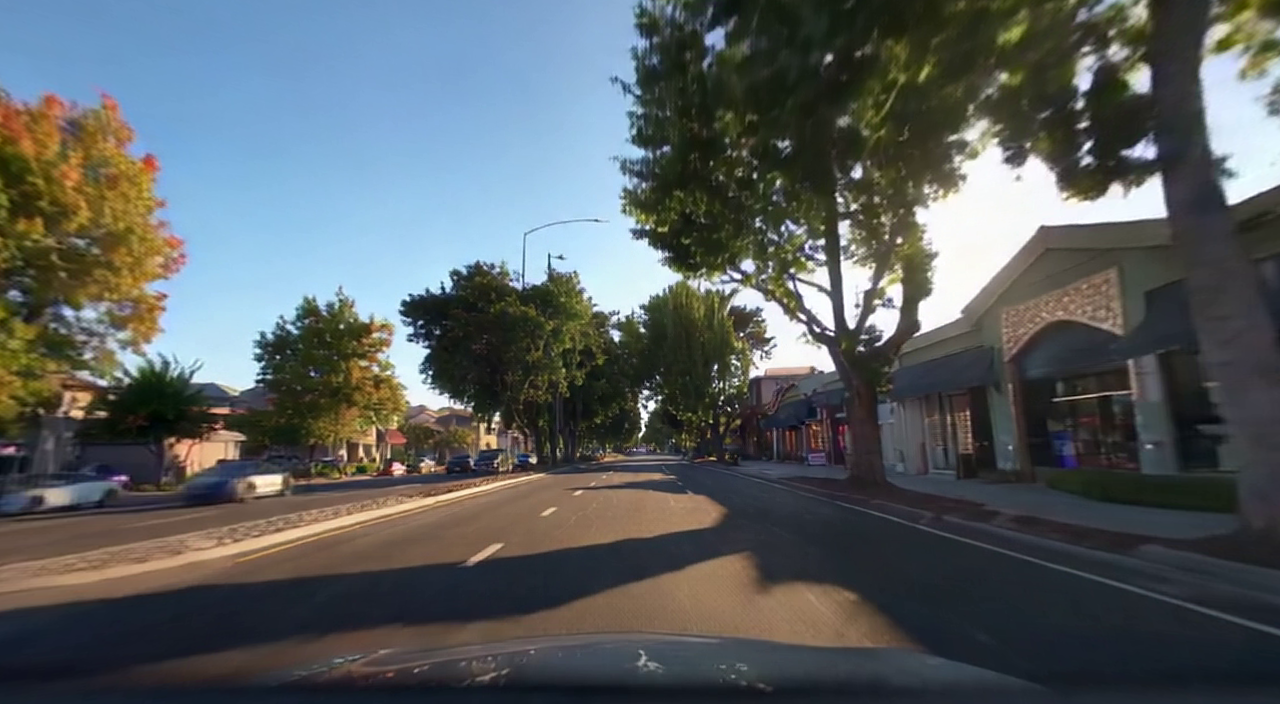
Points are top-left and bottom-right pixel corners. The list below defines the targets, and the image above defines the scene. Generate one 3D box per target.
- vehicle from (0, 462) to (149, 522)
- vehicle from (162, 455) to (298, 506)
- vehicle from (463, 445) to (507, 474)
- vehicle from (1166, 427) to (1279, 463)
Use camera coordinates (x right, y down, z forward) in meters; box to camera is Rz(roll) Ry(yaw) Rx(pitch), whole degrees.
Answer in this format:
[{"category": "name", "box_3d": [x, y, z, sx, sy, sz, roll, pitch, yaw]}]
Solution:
[{"category": "vehicle", "box_3d": [-18.018, 4.253, 19.454, 1.945, 1.486, 4.652, -4, -9, 1]}, {"category": "vehicle", "box_3d": [-14.481, 4.531, 22.639, 1.963, 1.487, 4.331, -3, -9, 1]}, {"category": "vehicle", "box_3d": [-10.157, 7.056, 41.622, 2.012, 1.756, 4.268, -1, -9, -3]}, {"category": "vehicle", "box_3d": [25.921, 3.982, 26.893, 4.942, 1.435, 1.987, -5, -10, 28]}]
